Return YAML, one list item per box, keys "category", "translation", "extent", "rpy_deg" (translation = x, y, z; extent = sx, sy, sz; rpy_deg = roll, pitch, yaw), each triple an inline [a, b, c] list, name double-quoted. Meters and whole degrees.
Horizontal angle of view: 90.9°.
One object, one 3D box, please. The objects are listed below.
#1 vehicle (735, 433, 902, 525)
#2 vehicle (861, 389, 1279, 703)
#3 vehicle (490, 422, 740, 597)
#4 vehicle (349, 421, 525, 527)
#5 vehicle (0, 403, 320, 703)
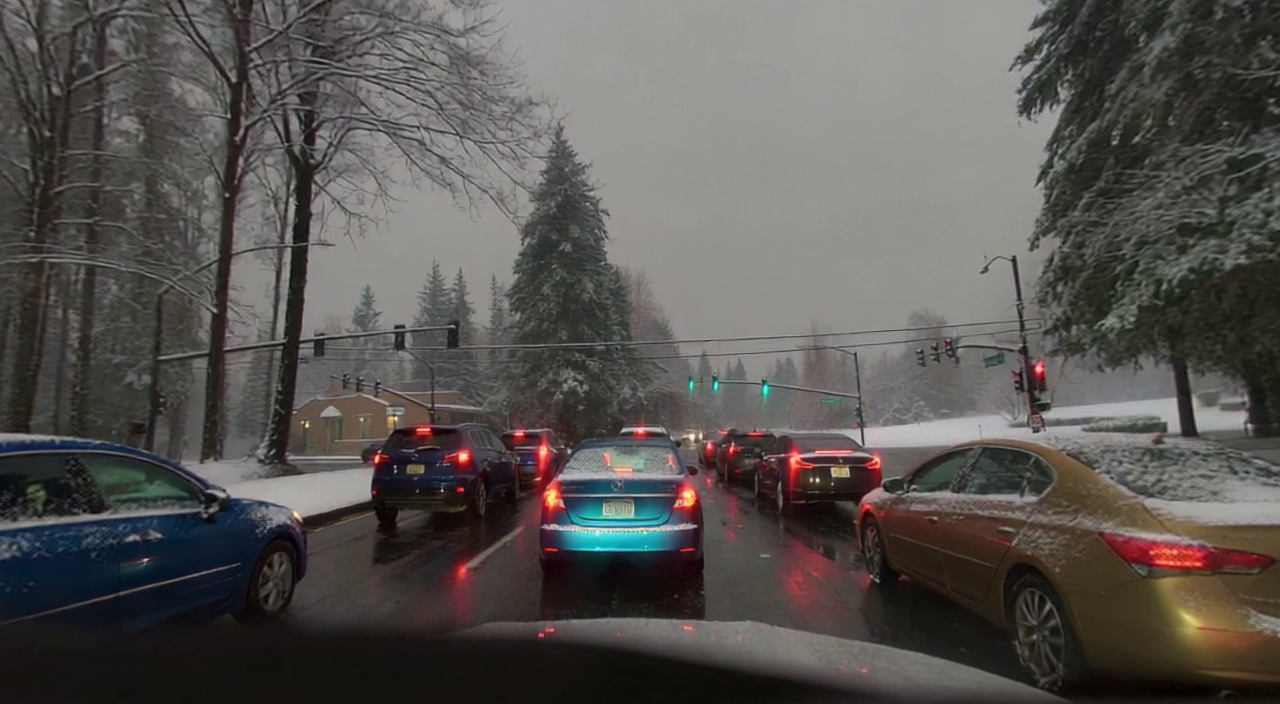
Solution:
- category: "vehicle"
  translation: [3.193, 2.335, 12.329]
  extent: [1.975, 1.460, 4.357]
  rpy_deg: [0, -8, 0]
- category: "vehicle"
  translation: [3.141, 1.150, 4.057]
  extent: [1.903, 1.480, 4.270]
  rpy_deg: [0, -8, 0]
- category: "vehicle"
  translation: [-0.247, 1.640, 7.402]
  extent: [2.147, 1.479, 3.803]
  rpy_deg: [0, -8, -1]
- category: "vehicle"
  translation: [-3.716, 2.312, 12.489]
  extent: [1.961, 1.714, 4.268]
  rpy_deg: [0, -8, 2]
- category: "vehicle"
  translation: [-3.637, 1.021, 3.006]
  extent: [1.935, 1.482, 4.433]
  rpy_deg: [0, -8, -1]
